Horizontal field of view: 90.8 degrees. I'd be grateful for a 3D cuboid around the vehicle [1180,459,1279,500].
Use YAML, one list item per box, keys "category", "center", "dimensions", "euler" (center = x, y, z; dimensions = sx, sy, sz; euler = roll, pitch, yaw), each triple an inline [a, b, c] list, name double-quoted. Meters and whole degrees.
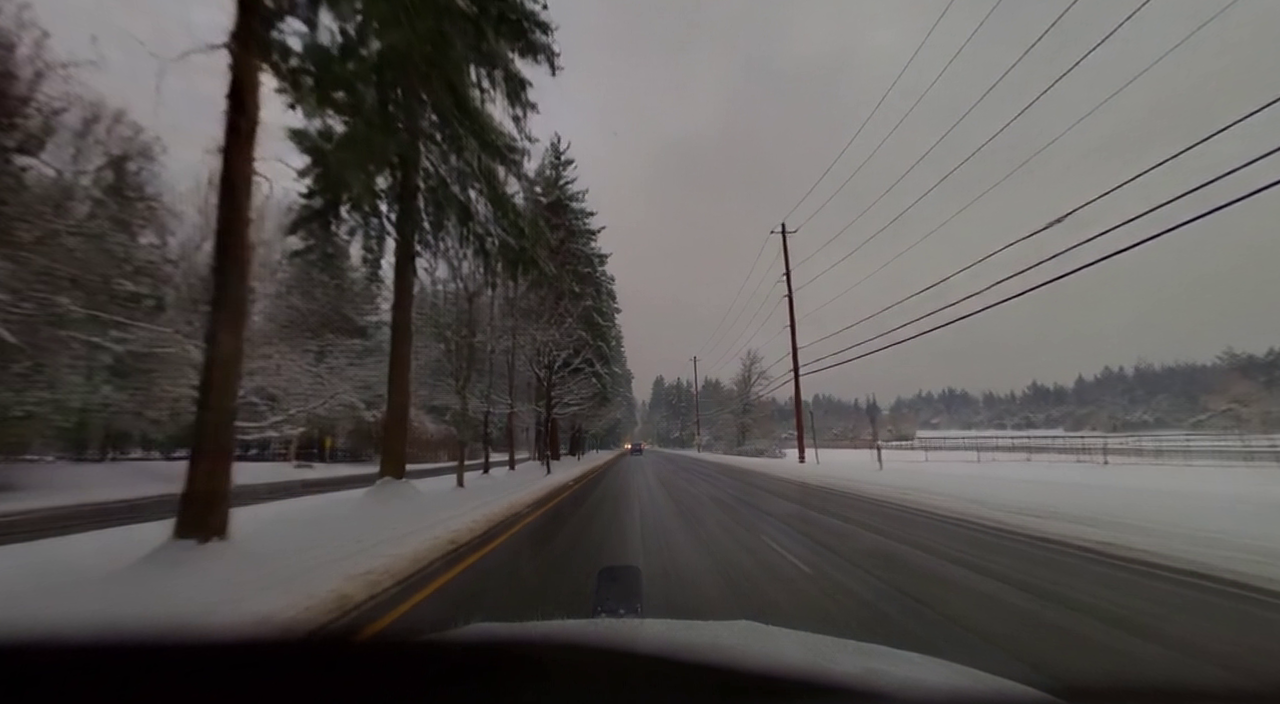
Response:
- category: "vehicle"
  center: [23.583, 4.808, 23.996]
  dimensions: [4.239, 1.407, 1.841]
  euler: [-1, -8, 4]
